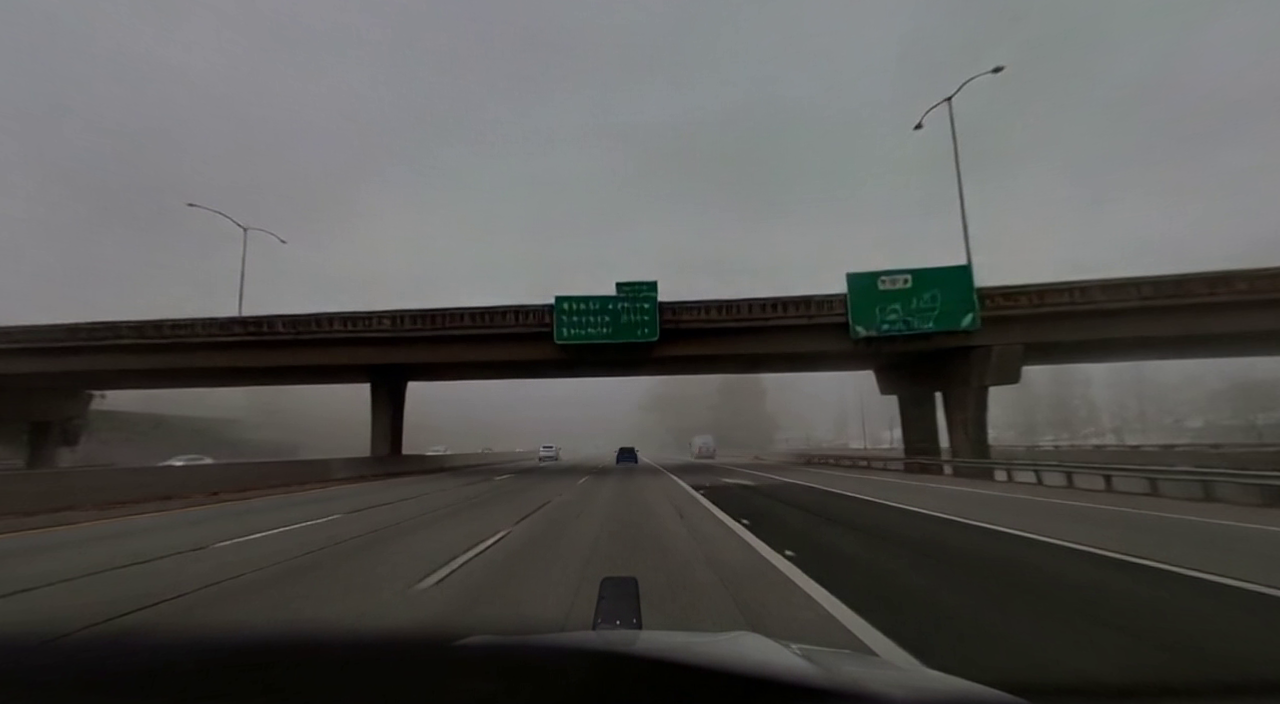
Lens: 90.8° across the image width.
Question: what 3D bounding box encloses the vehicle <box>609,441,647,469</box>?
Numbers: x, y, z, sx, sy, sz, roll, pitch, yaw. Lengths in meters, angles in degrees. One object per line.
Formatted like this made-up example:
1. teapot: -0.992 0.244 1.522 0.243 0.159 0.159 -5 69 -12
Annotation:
1. vehicle: -0.696 5.832 35.903 2.012 1.471 4.059 0 -8 -2

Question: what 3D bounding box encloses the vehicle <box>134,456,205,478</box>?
1. vehicle: -35.922 8.793 48.406 1.887 1.475 4.752 0 -8 -2
